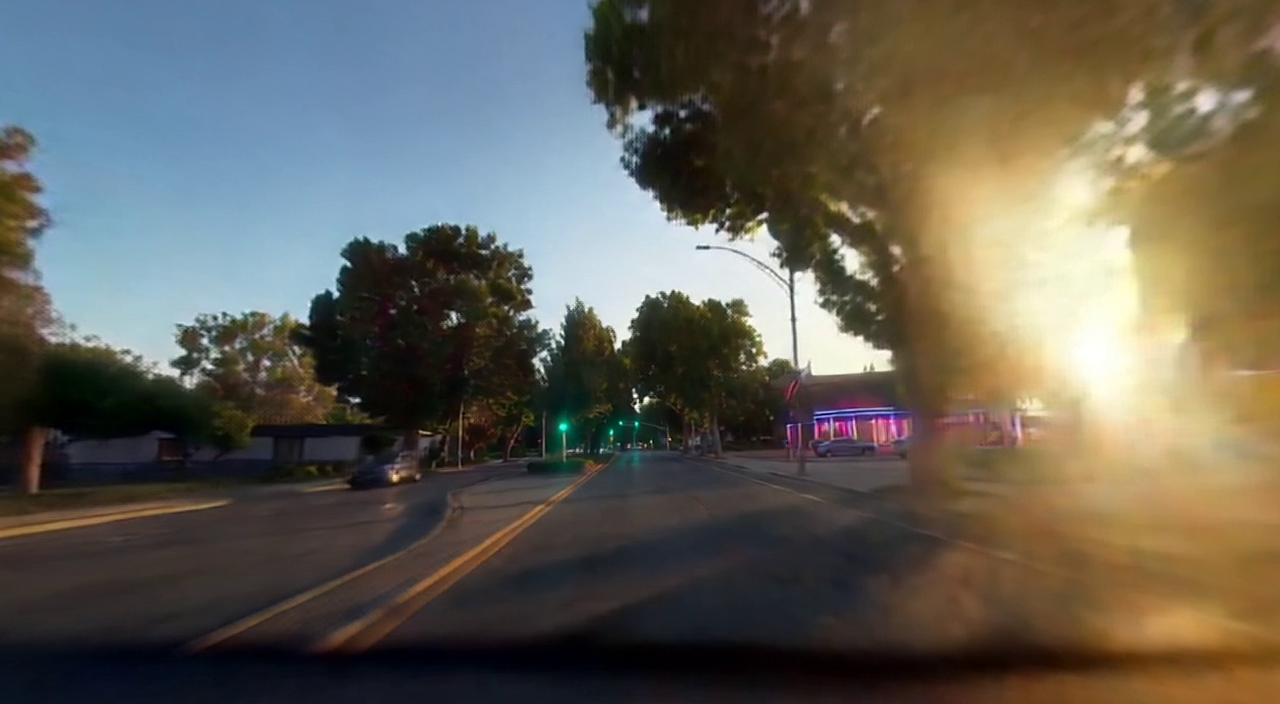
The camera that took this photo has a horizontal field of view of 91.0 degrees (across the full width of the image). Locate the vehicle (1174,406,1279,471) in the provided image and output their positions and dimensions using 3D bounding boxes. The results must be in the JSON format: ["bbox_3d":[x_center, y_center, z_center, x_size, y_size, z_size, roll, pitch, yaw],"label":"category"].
[{"bbox_3d":[16.246,2.146,15.534,4.241,1.472,2.066,0,-9,-3],"label":"vehicle"}]

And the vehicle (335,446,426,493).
[{"bbox_3d":[-10.986,4.956,27.056,2.031,1.674,4.573,-4,-8,-1],"label":"vehicle"}]

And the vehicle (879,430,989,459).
[{"bbox_3d":[16.368,5.189,35.246,5.124,1.541,2.070,0,-10,-1],"label":"vehicle"}]
